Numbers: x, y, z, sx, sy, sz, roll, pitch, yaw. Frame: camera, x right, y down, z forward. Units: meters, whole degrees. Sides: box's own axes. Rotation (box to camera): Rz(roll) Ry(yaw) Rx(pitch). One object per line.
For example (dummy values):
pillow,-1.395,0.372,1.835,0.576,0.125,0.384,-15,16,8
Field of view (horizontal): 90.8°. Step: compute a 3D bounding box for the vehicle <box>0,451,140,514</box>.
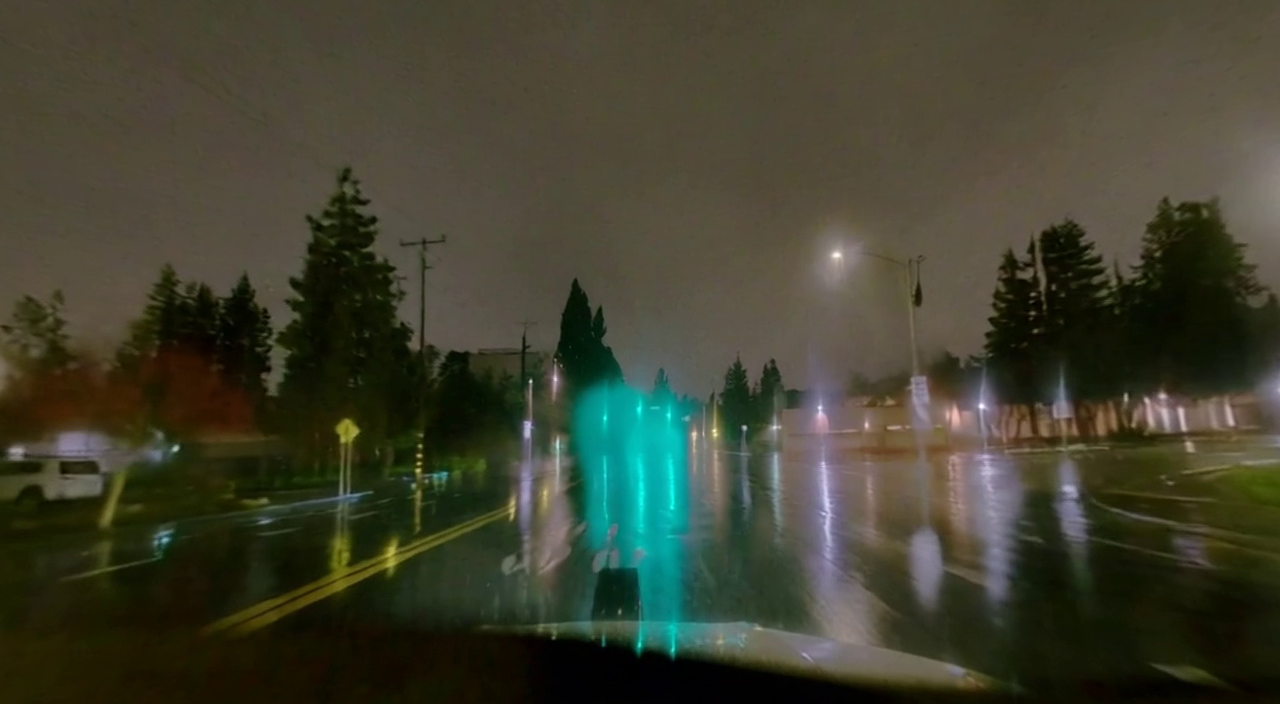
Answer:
vehicle,-19.143,4.059,20.144,2.030,1.759,4.949,-1,-8,5
